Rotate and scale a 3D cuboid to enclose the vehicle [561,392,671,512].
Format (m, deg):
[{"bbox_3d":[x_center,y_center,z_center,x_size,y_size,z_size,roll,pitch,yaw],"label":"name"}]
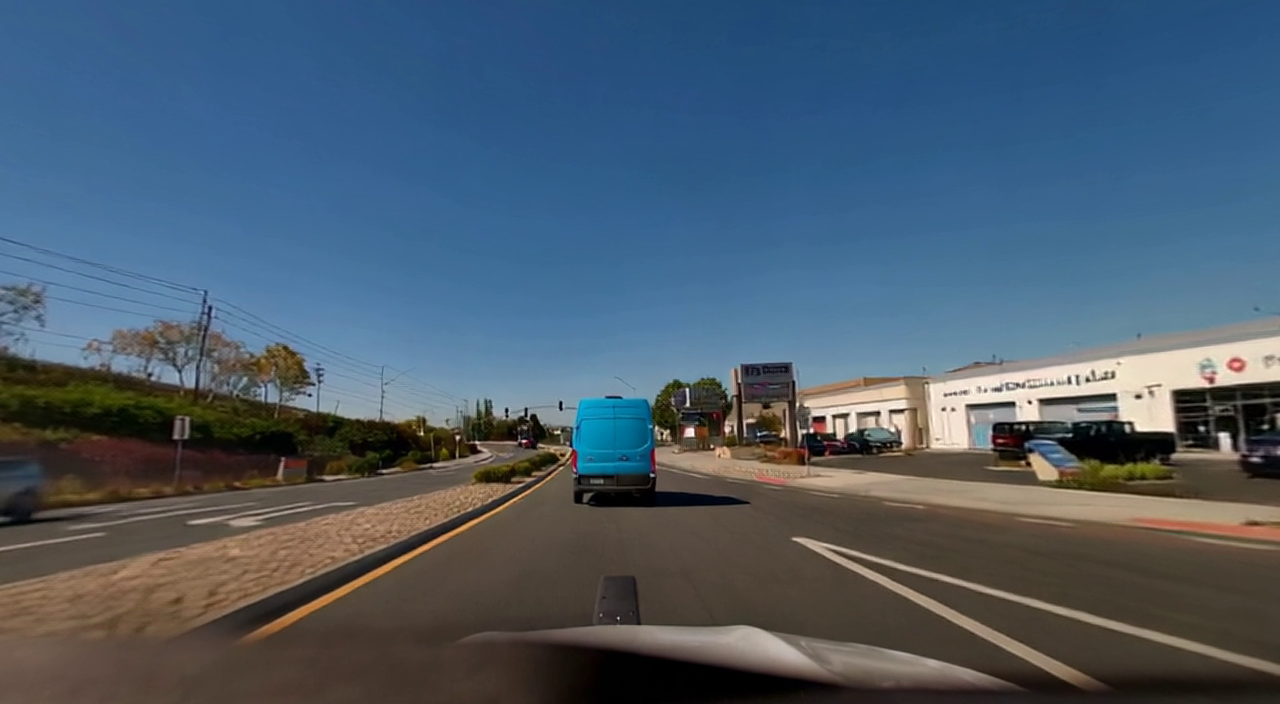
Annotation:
[{"bbox_3d":[-0.833,2.626,16.782,2.432,2.624,5.670,1,-9,-6],"label":"vehicle"}]
